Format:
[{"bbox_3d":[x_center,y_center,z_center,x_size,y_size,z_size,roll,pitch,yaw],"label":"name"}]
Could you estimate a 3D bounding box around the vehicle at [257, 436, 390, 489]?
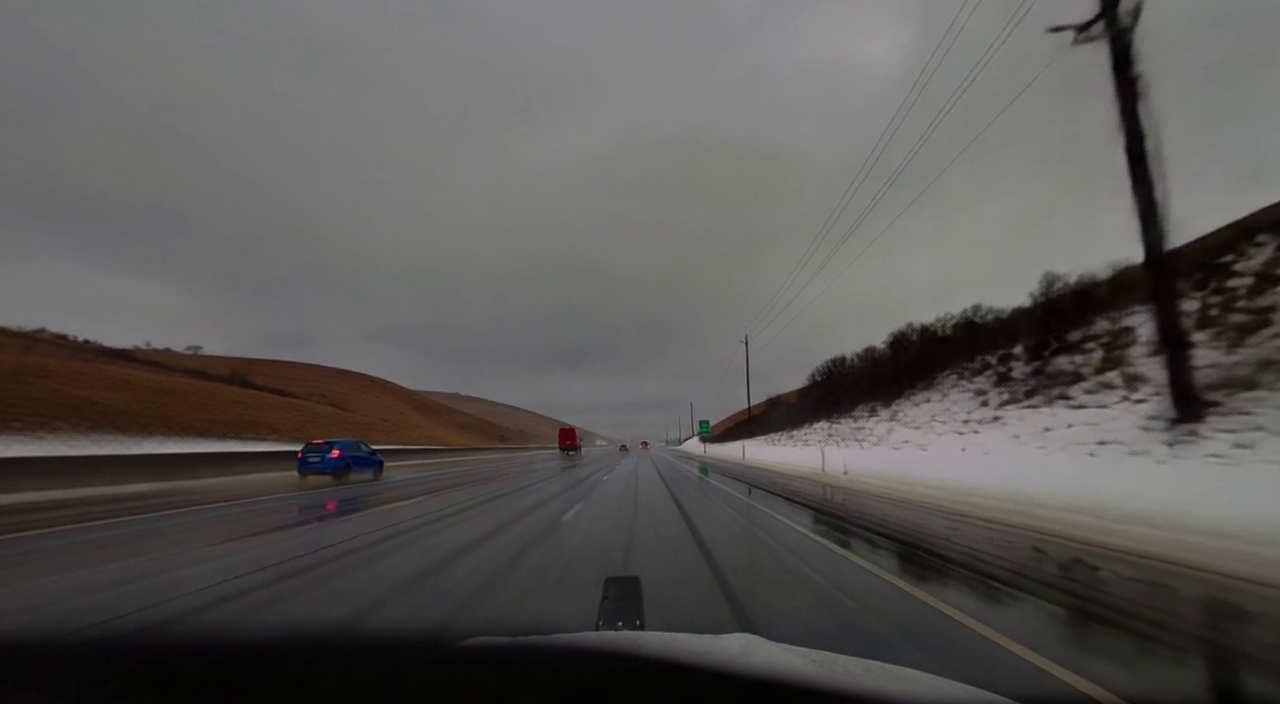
[{"bbox_3d":[-10.420,3.652,21.245,1.971,1.558,4.847,0,-8,0],"label":"vehicle"}]
